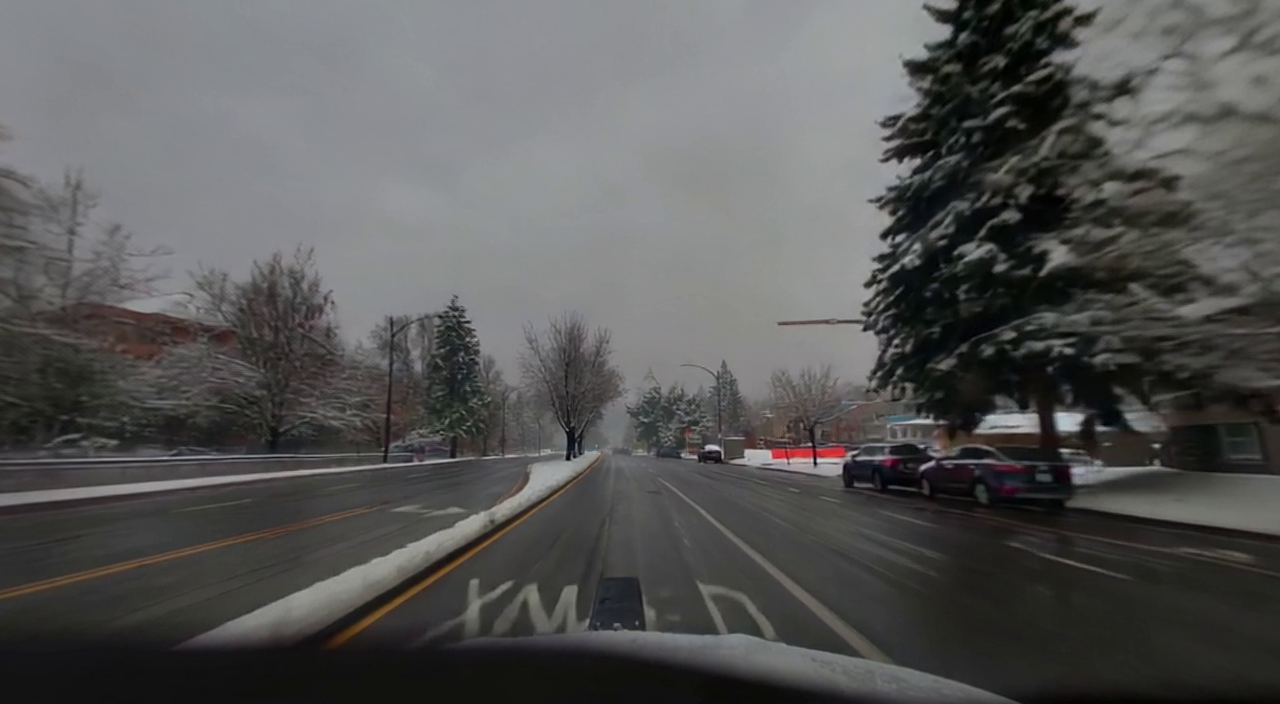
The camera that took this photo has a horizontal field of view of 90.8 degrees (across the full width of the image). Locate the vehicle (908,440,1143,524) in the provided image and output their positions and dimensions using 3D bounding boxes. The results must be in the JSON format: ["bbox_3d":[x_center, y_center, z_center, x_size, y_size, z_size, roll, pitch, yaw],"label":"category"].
[{"bbox_3d":[7.898,2.669,13.661,1.946,1.472,4.753,0,-9,-2],"label":"vehicle"}]

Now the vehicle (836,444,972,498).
[{"bbox_3d":[7.849,3.545,19.362,2.079,1.442,4.406,0,-9,-3],"label":"vehicle"}]
